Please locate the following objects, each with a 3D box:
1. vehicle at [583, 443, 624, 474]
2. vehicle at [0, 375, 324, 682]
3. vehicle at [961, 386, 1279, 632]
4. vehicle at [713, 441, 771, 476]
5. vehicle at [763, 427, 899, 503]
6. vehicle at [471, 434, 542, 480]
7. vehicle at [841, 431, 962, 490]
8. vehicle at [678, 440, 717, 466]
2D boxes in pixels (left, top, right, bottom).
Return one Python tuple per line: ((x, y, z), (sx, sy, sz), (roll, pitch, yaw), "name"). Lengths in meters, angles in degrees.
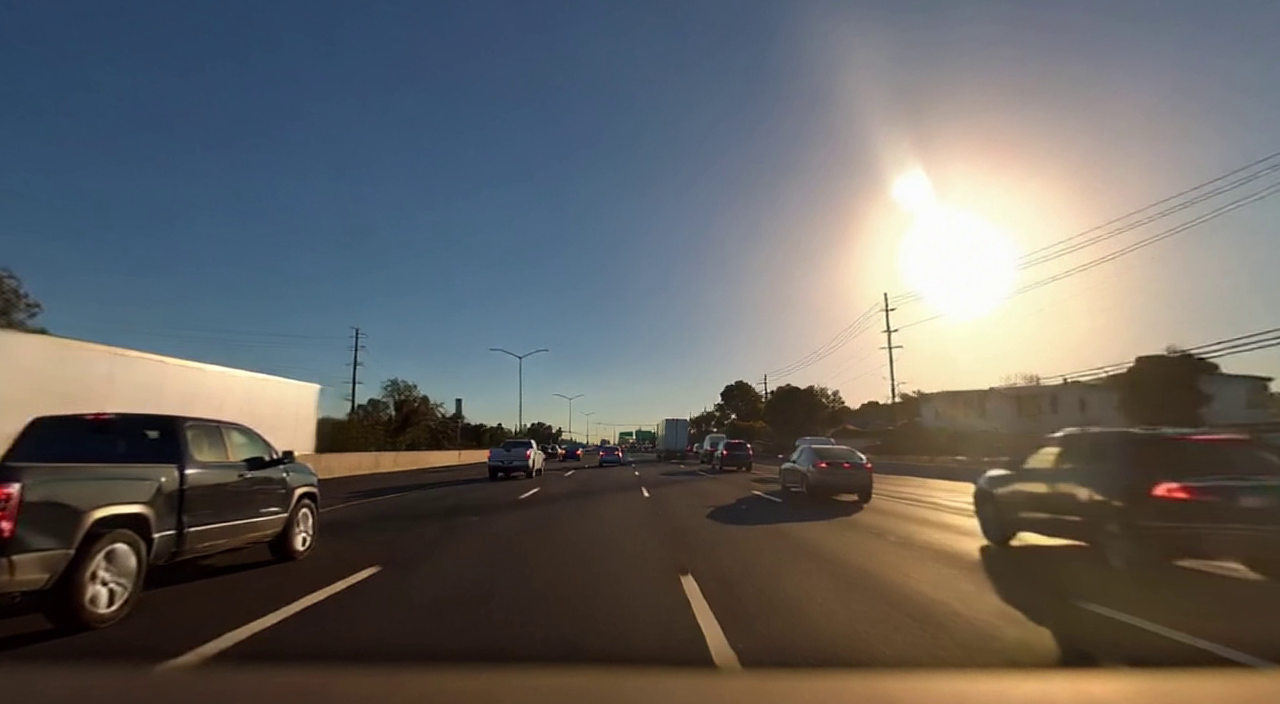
((-1.888, 5.700, 33.920), (2.060, 1.508, 4.308), (0, -8, -1), "vehicle")
((-4.687, 1.209, 5.007), (2.127, 1.705, 4.374), (0, -8, -1), "vehicle")
((5.396, 1.396, 6.439), (1.977, 1.705, 4.078), (0, -8, -1), "vehicle")
((4.948, 5.210, 31.125), (1.978, 1.607, 4.245), (0, -8, -2), "vehicle")
((5.062, 3.072, 17.576), (2.086, 1.783, 4.868), (0, -8, -2), "vehicle")
((-5.775, 4.577, 27.792), (2.147, 1.825, 4.602), (0, -8, 0), "vehicle")
((8.818, 3.703, 21.799), (2.018, 1.802, 4.749), (0, -8, -2), "vehicle")
((4.036, 7.200, 45.060), (2.182, 1.782, 4.800), (0, -8, -2), "vehicle")
